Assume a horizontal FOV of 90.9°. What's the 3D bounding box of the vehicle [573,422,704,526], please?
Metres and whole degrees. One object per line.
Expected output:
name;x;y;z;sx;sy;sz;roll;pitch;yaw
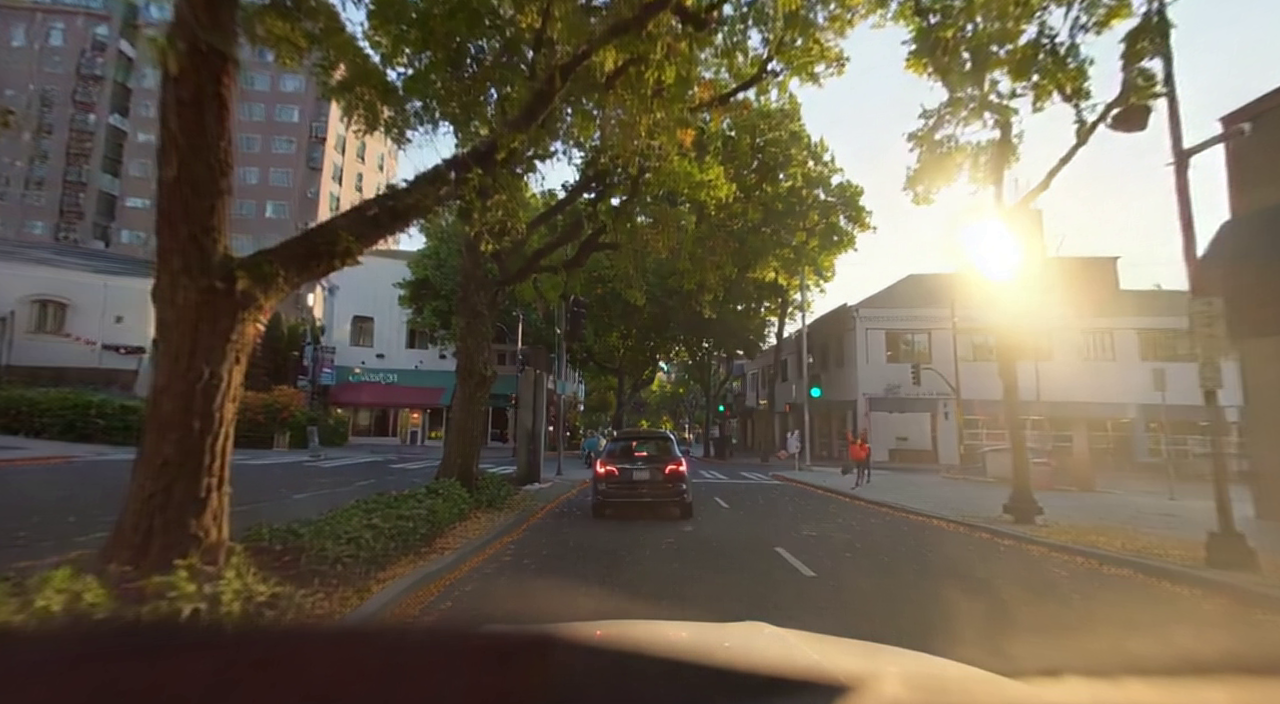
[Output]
vehicle;-0.073;2.219;11.966;2.079;1.621;3.861;0;-8;-1
